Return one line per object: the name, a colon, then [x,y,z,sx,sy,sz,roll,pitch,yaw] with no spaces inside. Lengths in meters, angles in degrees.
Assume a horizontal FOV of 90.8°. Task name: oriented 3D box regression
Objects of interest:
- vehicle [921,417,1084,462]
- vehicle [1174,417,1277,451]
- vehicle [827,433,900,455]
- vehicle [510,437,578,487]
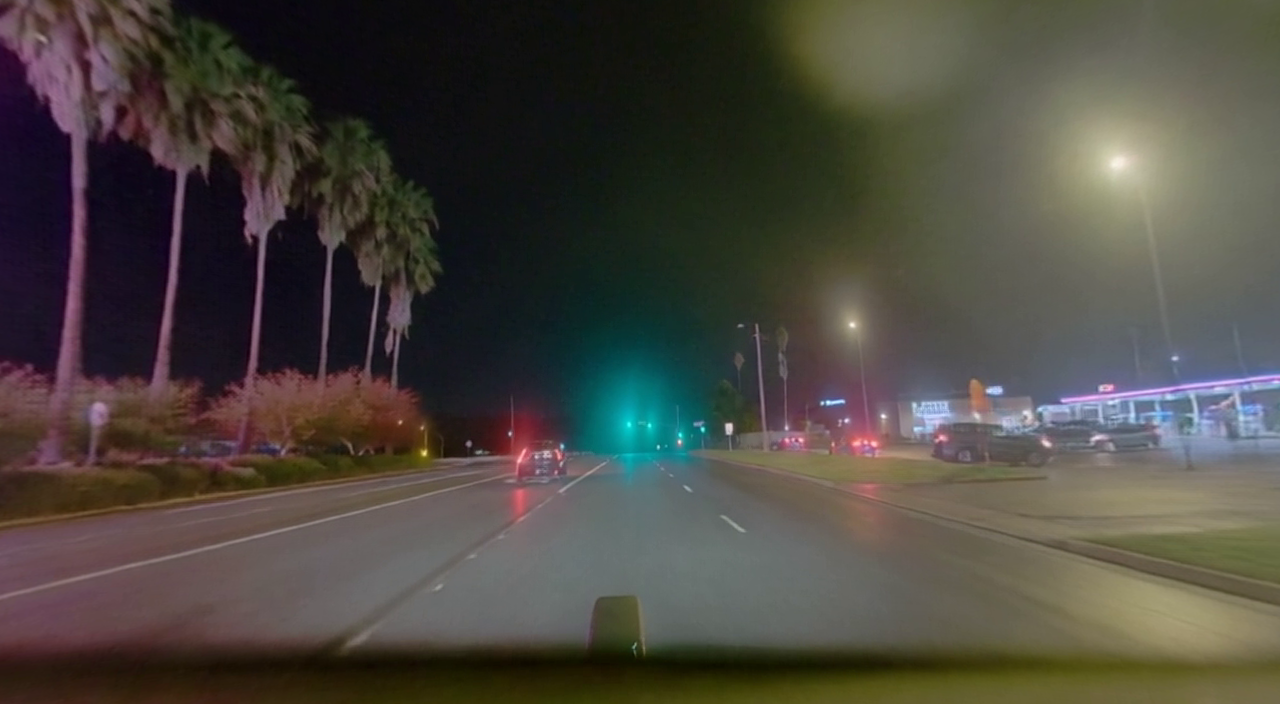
vehicle: [14.372,3.504,25.294,5.317,1.700,1.901,0,-8,-1]
vehicle: [45.375,6.334,49.175,5.435,2.441,2.037,-3,-10,31]
vehicle: [16.192,6.689,45.845,4.549,1.492,1.981,0,-8,3]
vehicle: [-3.287,3.760,21.933,2.073,1.525,4.809,1,-8,-8]
